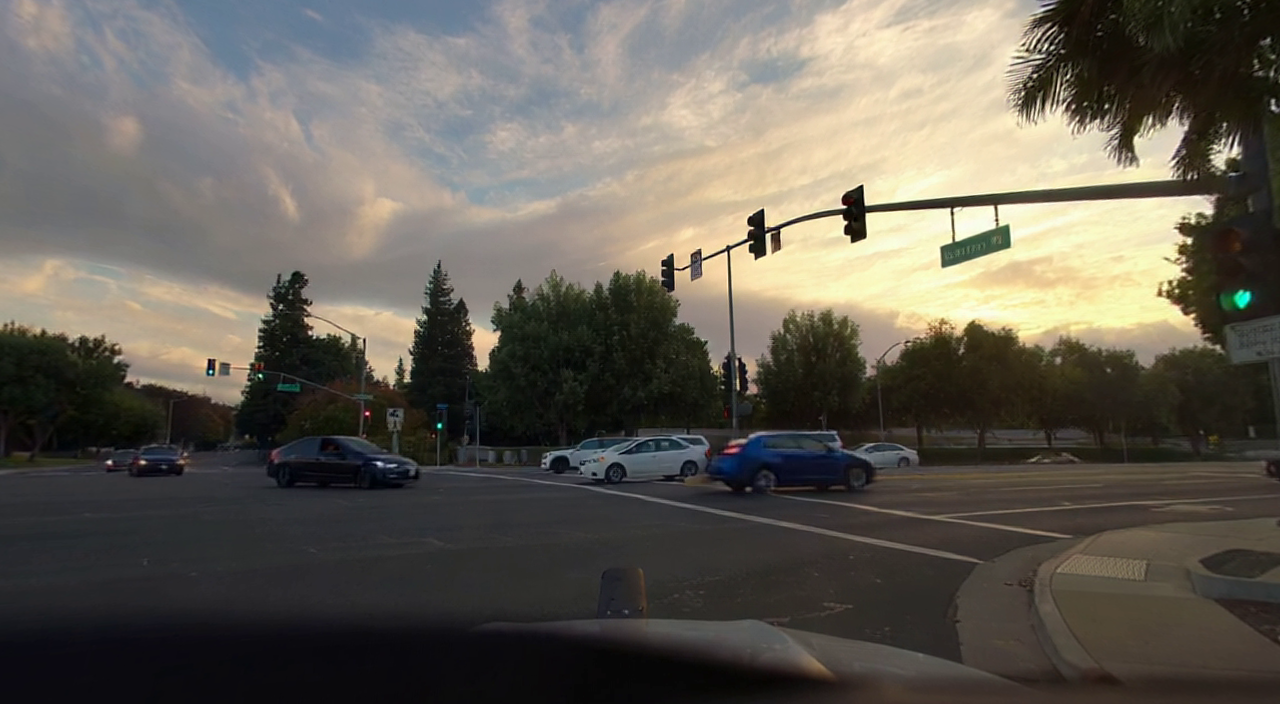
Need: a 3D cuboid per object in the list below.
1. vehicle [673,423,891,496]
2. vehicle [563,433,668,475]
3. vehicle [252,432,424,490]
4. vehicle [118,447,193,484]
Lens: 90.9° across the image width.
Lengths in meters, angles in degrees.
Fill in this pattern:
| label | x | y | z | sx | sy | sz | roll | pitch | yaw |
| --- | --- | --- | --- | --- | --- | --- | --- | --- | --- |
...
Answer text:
| label | x | y | z | sx | sy | sz | roll | pitch | yaw |
| --- | --- | --- | --- | --- | --- | --- | --- | --- | --- |
| vehicle | 3.844 | 2.952 | 17.587 | 5.332 | 1.807 | 2.450 | 2 | -9 | -13 |
| vehicle | -1.081 | 4.585 | 28.519 | 4.360 | 1.749 | 1.895 | 4 | -10 | -29 |
| vehicle | -8.828 | 3.131 | 18.369 | 4.826 | 1.484 | 2.000 | -5 | -10 | 28 |
| vehicle | -21.604 | 4.962 | 28.007 | 1.953 | 1.462 | 4.589 | 8 | -12 | -44 |
